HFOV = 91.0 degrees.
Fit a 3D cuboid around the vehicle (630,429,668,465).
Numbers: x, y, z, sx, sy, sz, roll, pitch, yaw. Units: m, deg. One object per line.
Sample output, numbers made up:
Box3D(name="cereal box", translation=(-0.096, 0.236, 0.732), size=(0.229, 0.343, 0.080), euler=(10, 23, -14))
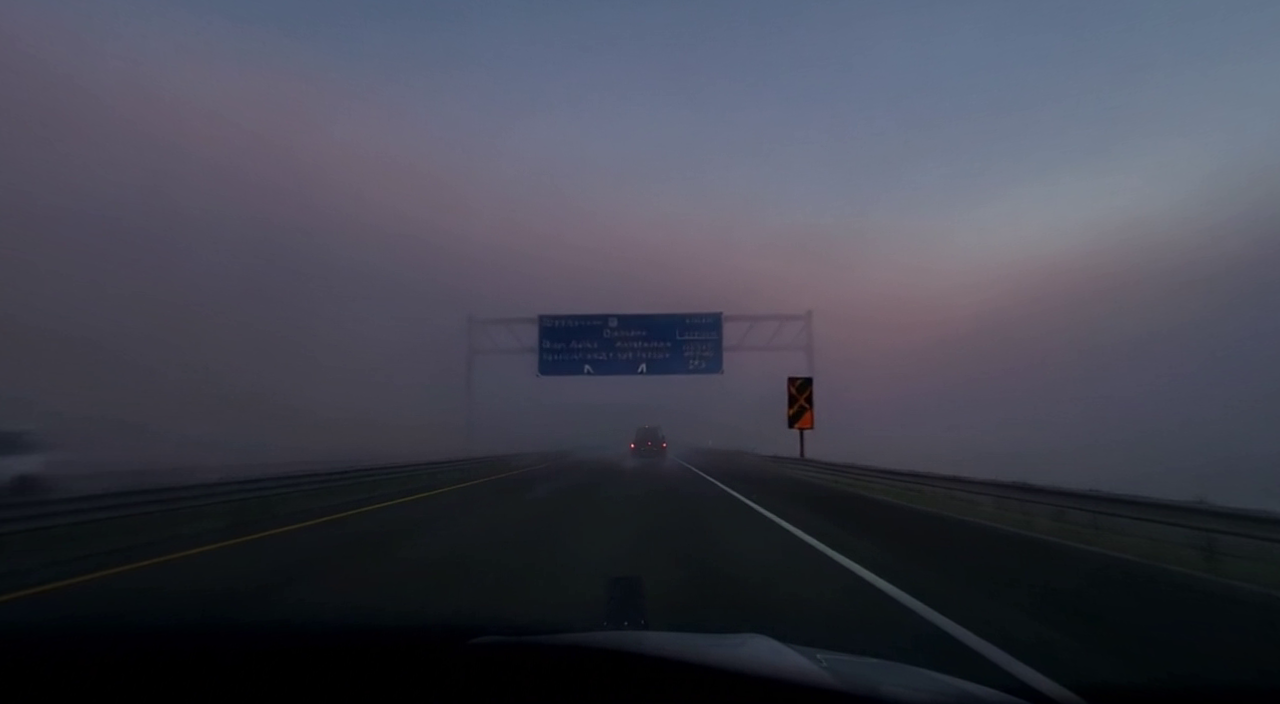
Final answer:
Box3D(name="vehicle", translation=(0.604, 6.063, 40.289), size=(2.277, 2.109, 4.922), euler=(0, -8, 1))
